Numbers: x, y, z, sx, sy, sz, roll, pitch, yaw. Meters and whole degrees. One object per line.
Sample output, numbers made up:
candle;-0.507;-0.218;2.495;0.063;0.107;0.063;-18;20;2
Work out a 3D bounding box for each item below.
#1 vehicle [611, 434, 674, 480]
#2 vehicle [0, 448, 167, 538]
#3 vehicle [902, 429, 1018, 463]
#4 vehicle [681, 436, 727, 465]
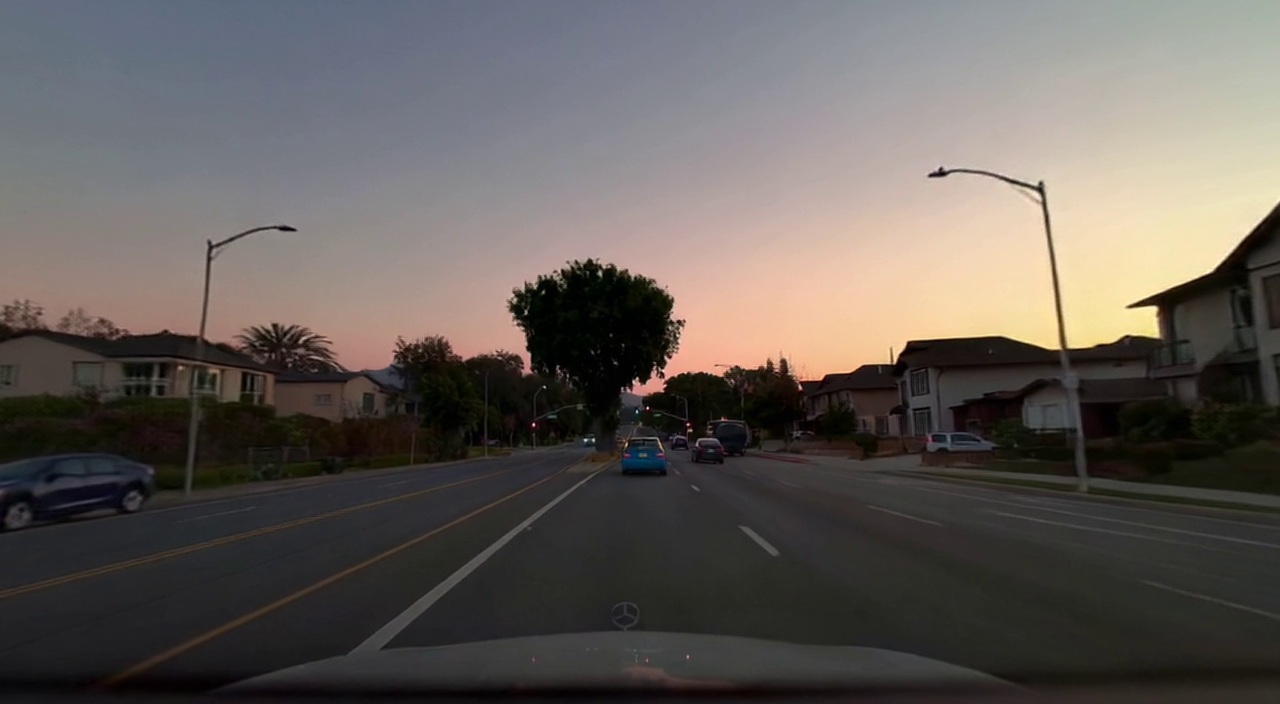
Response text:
vehicle;0.054;3.765;22.869;2.093;1.497;4.010;0;-9;-1
vehicle;-14.241;3.158;14.680;2.078;1.833;5.666;0;-9;0
vehicle;15.207;4.497;30.167;4.456;1.520;1.911;0;-9;-2
vehicle;3.520;5.551;35.804;2.161;1.519;4.568;0;-9;0
